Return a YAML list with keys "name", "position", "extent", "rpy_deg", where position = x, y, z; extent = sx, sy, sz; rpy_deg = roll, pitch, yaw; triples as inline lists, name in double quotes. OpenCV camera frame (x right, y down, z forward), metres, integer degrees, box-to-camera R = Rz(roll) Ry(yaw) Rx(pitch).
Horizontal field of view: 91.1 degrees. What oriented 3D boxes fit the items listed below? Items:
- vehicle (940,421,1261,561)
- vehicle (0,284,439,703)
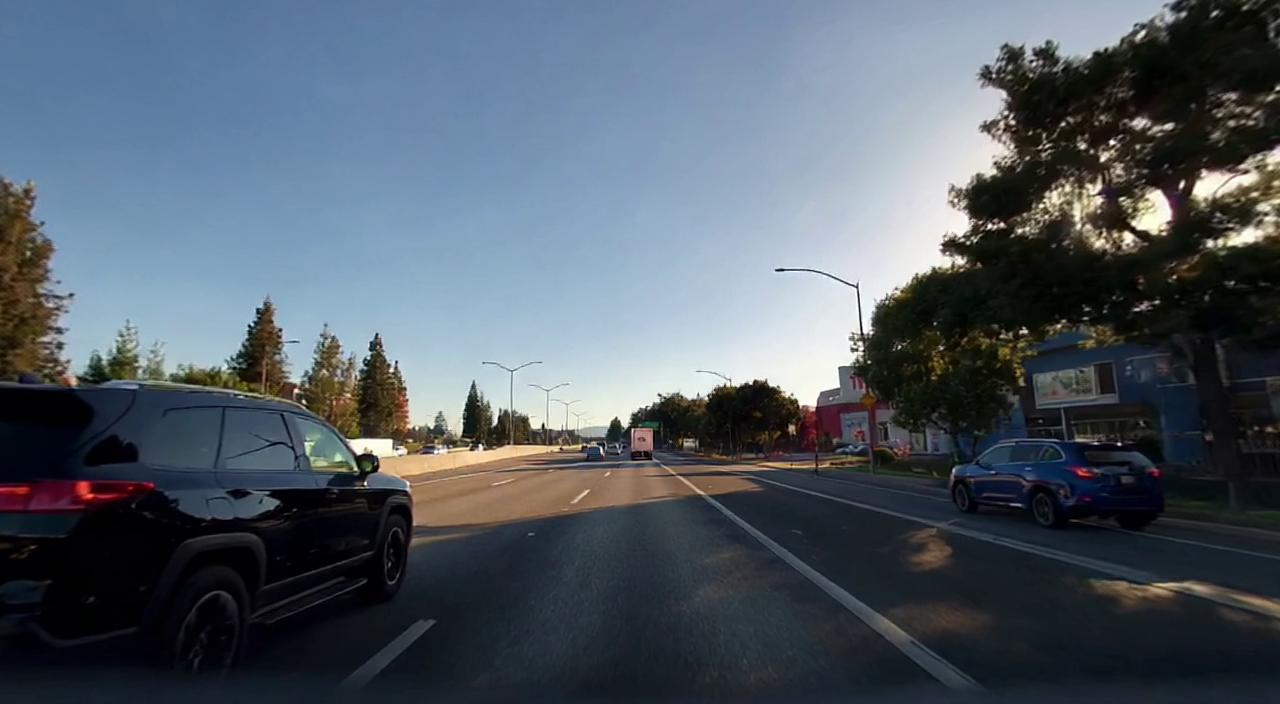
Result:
- name: "vehicle"
  position: [6.603, 2.005, 9.764]
  extent: [1.958, 1.681, 4.109]
  rpy_deg: [0, -9, 3]
- name: "vehicle"
  position: [-3.163, 0.979, 3.892]
  extent: [2.178, 1.826, 4.933]
  rpy_deg: [0, -9, 0]
